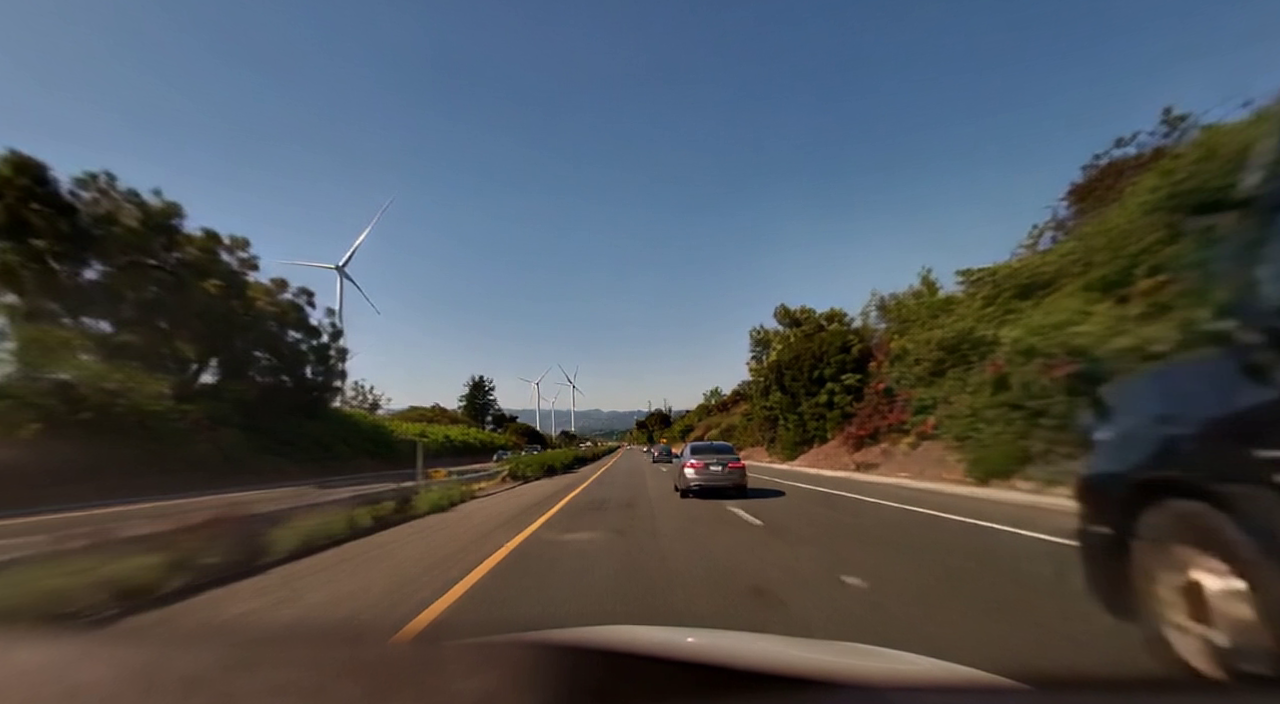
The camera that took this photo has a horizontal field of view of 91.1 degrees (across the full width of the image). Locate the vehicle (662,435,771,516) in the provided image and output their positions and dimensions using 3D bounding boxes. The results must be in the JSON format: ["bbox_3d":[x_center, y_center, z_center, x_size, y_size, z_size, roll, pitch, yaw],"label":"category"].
[{"bbox_3d":[1.633,2.828,15.017,2.038,1.624,4.312,0,-8,0],"label":"vehicle"}]

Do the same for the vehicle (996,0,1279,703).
[{"bbox_3d":[4.690,-0.325,2.407,3.157,3.956,5.545,0,-8,-1],"label":"vehicle"}]
